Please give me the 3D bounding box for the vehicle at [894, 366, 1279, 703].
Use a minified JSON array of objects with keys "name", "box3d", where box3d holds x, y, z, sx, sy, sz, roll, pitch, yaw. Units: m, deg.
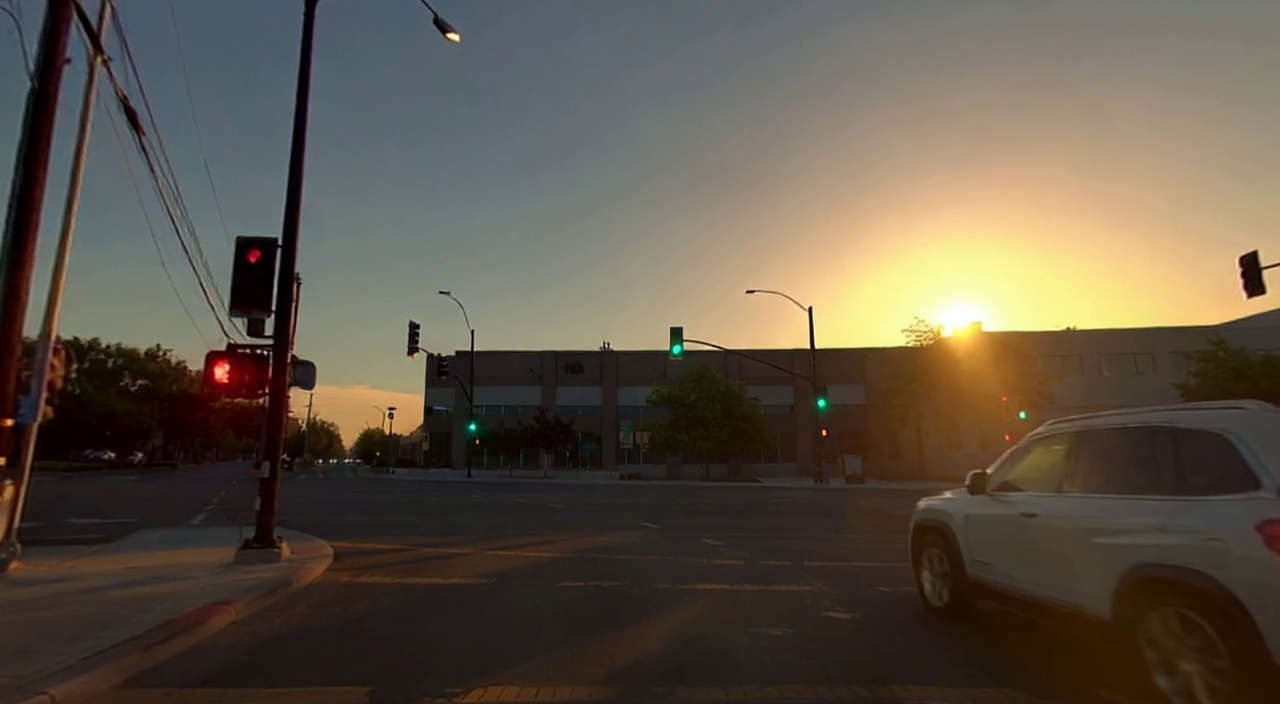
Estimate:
[{"name":"vehicle","box3d":[3.204,1.070,3.457,1.938,1.648,4.211,0,-8,1]}]
